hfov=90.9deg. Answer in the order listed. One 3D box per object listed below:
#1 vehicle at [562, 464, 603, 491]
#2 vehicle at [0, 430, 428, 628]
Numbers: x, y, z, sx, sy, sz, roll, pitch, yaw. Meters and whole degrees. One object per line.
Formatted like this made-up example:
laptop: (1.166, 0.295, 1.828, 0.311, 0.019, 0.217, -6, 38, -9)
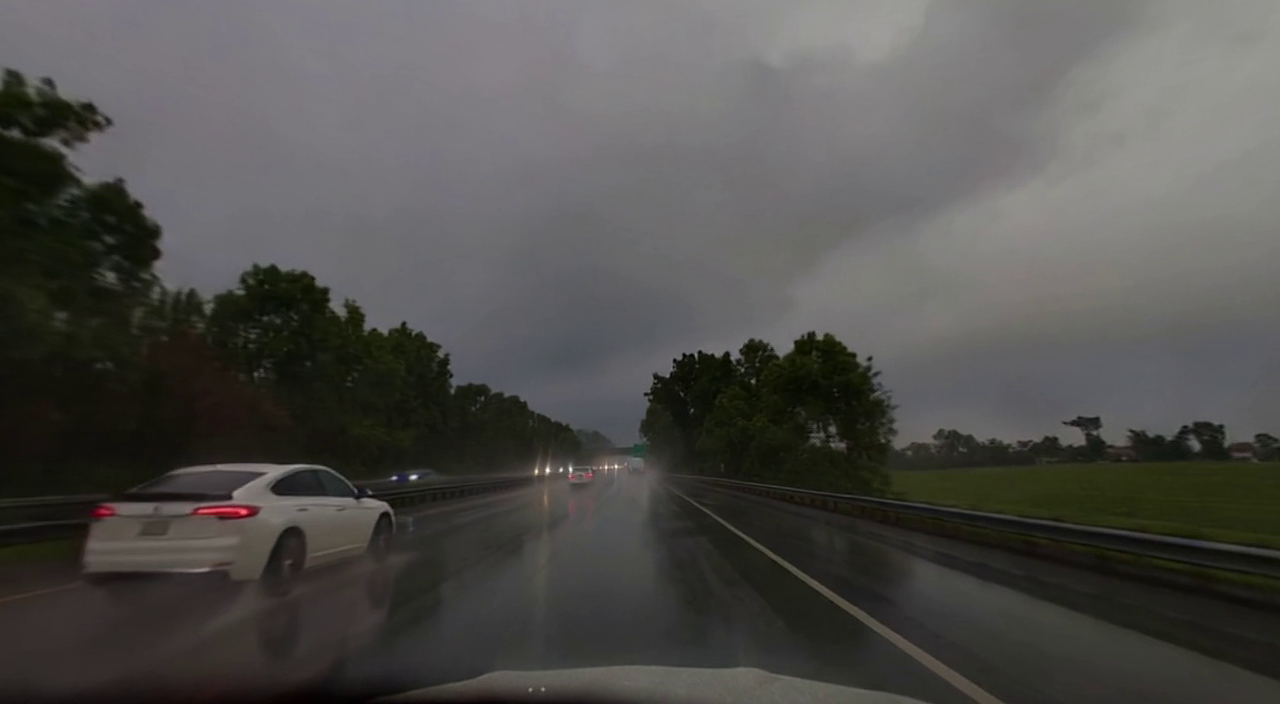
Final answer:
vehicle: (-3.480, 7.755, 38.990, 2.006, 1.516, 4.820, 1, -11, 0)
vehicle: (-4.330, 1.839, 7.371, 2.040, 1.525, 4.603, 1, -11, 1)
